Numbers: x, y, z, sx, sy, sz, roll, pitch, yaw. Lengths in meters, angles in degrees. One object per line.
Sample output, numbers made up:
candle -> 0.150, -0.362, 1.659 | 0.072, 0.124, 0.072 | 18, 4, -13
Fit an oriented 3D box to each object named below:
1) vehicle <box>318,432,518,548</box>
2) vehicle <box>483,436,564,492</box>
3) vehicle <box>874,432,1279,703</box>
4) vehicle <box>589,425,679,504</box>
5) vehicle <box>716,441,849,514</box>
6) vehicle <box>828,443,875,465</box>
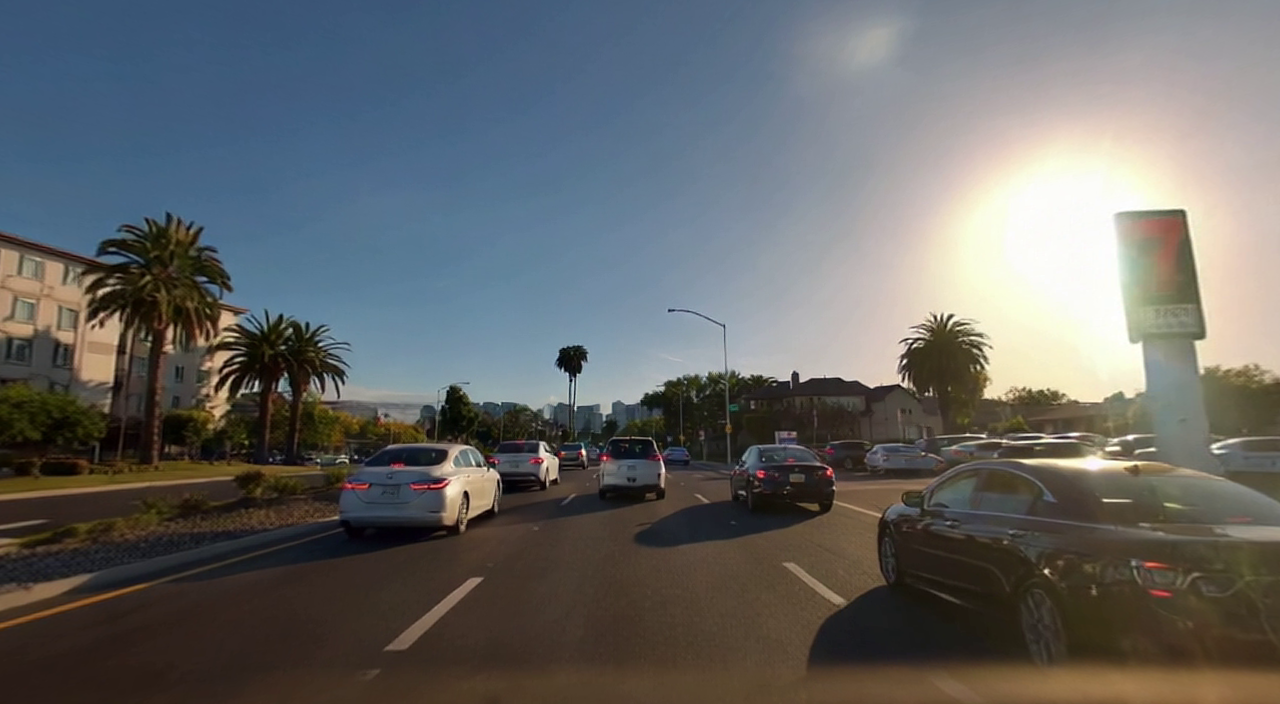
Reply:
vehicle -> -3.340, 2.136, 10.460 | 1.864, 1.505, 4.202 | 0, -8, -1
vehicle -> -3.810, 3.721, 21.339 | 1.932, 1.695, 4.235 | 0, -8, 0
vehicle -> 3.602, 1.384, 4.815 | 1.867, 1.448, 4.436 | 0, -8, -1
vehicle -> -0.144, 3.016, 17.319 | 2.164, 1.867, 4.254 | 0, -8, 0
vehicle -> 3.208, 2.915, 15.254 | 1.977, 1.480, 4.589 | 0, -8, -2
vehicle -> 13.720, 6.624, 41.026 | 1.833, 1.392, 3.588 | 0, -8, 0
